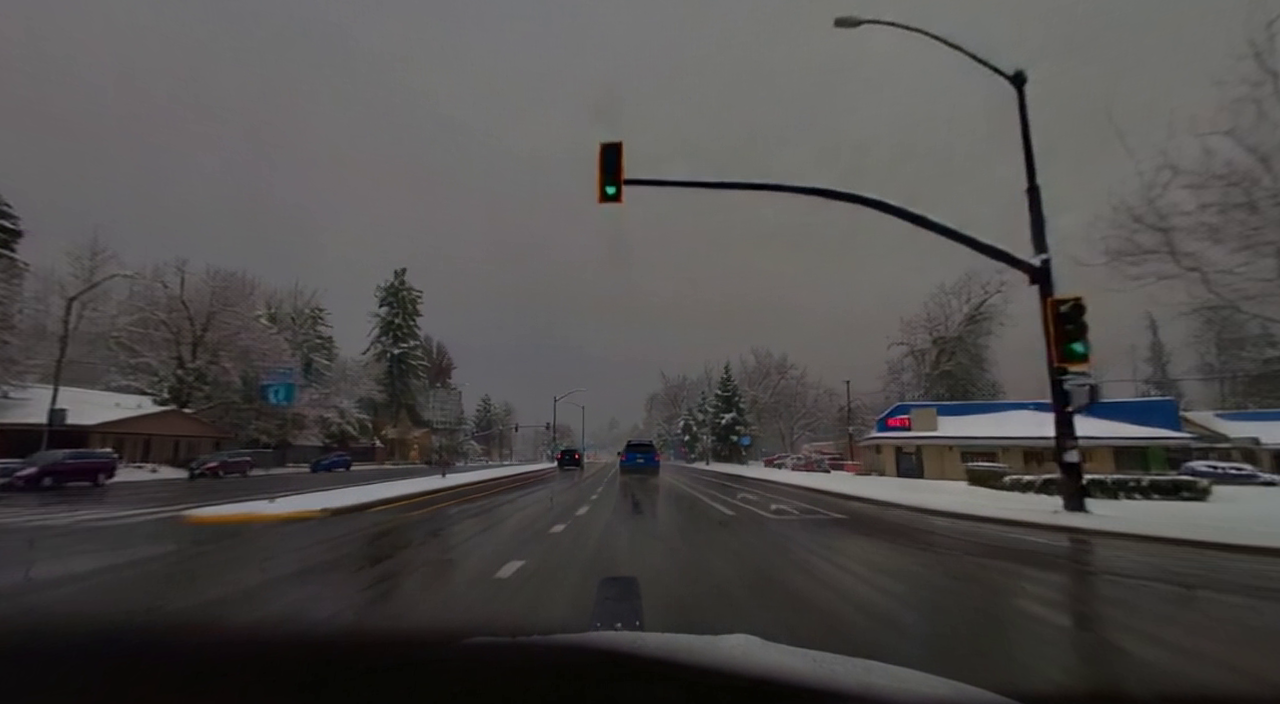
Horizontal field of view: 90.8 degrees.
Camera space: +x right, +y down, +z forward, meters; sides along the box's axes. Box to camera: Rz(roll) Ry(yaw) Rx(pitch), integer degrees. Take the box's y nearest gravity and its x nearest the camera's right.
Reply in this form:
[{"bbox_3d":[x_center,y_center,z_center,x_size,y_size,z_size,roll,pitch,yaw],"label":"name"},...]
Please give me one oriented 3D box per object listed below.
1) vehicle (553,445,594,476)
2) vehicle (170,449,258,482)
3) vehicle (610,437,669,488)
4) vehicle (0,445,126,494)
[{"bbox_3d":[-4.172,6.906,40.447,2.202,1.856,4.516,0,-9,-1],"label":"vehicle"},{"bbox_3d":[-26.213,6.966,39.153,2.111,1.839,4.932,0,-9,-2],"label":"vehicle"},{"bbox_3d":[-0.080,4.632,26.879,2.273,1.909,5.075,0,-9,-1],"label":"vehicle"},{"bbox_3d":[-25.720,5.026,27.574,2.182,1.906,5.364,0,-9,-2],"label":"vehicle"}]
